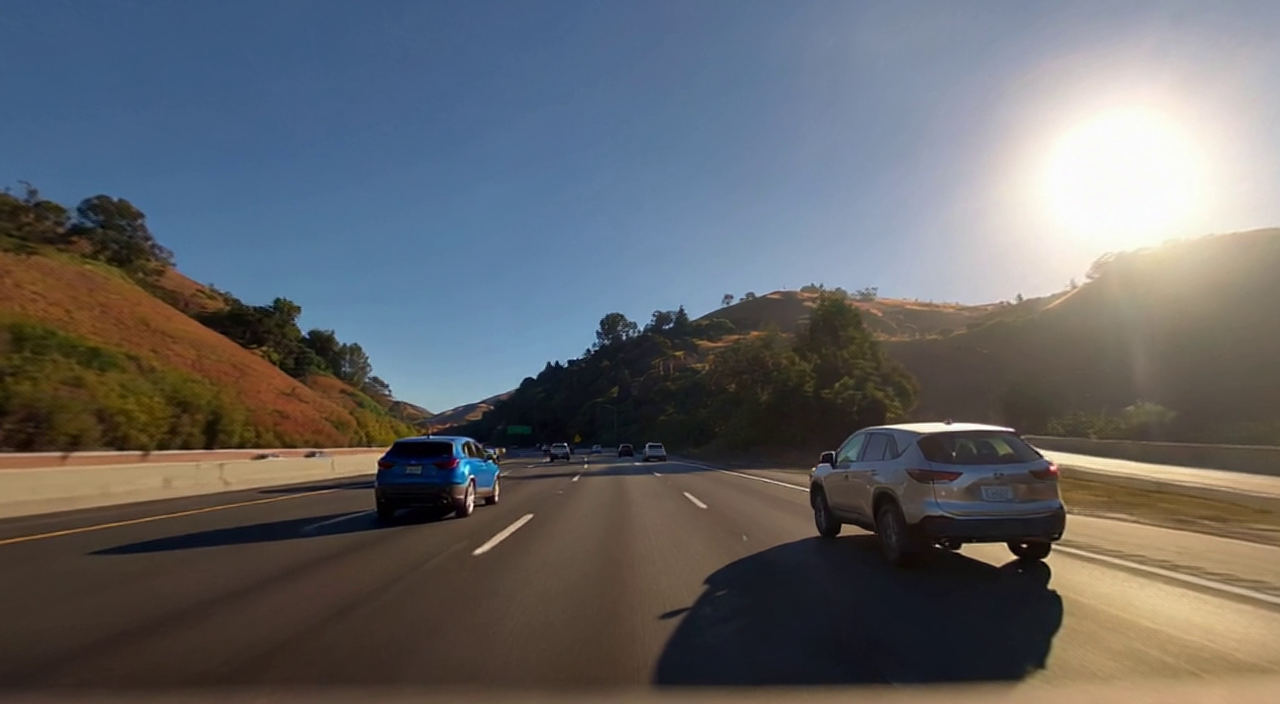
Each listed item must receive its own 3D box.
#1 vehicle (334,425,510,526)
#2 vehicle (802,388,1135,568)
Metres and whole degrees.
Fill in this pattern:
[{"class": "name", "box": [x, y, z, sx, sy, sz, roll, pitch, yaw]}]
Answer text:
[{"class": "vehicle", "box": [-4.363, 2.548, 13.609, 2.213, 1.766, 4.598, 0, -8, -1]}, {"class": "vehicle", "box": [4.154, 1.701, 9.251, 2.103, 1.903, 4.837, 0, -9, -2]}]
